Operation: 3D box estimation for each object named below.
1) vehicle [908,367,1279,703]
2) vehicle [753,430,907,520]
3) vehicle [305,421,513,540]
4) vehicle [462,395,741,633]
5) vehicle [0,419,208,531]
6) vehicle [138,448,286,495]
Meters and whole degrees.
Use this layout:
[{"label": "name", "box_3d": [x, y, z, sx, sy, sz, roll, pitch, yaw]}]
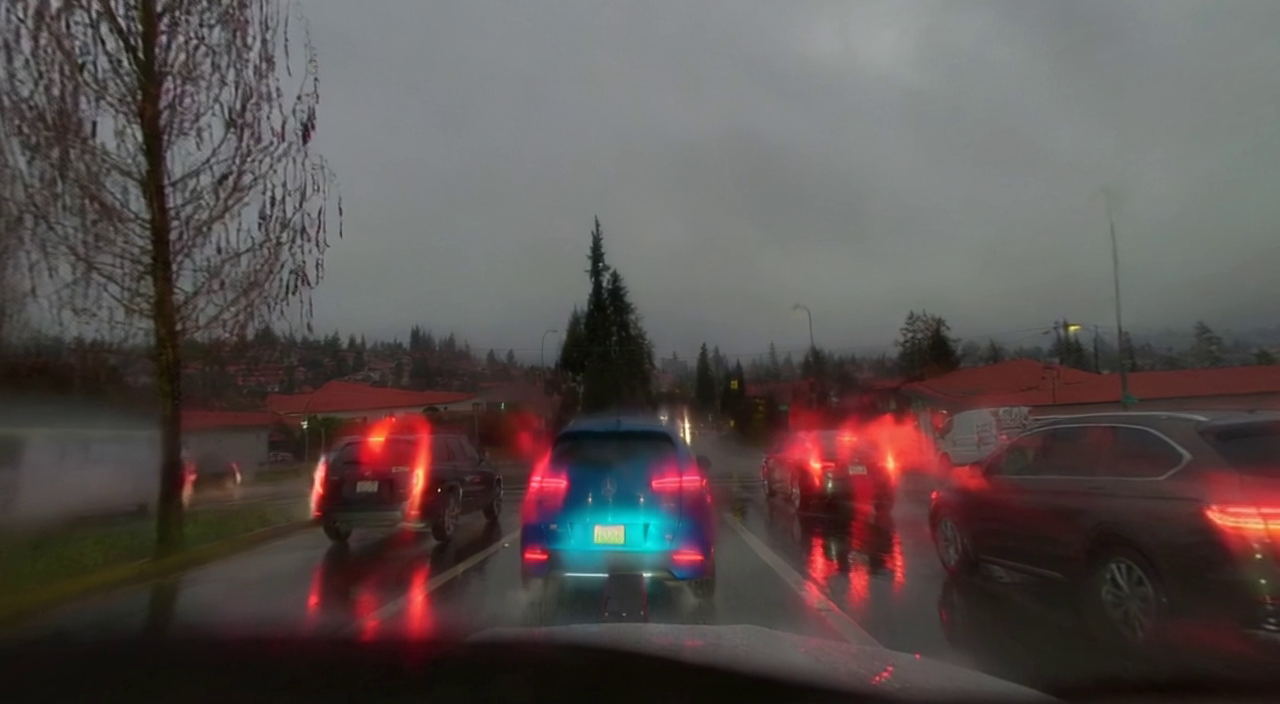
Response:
[{"label": "vehicle", "box_3d": [4.153, 1.264, 5.339, 2.014, 1.740, 4.515, -1, -8, 4]}, {"label": "vehicle", "box_3d": [3.663, 2.428, 12.951, 1.847, 1.554, 3.885, 0, -8, -1]}, {"label": "vehicle", "box_3d": [-3.767, 2.169, 11.279, 2.012, 1.701, 4.316, 0, -8, 1]}, {"label": "vehicle", "box_3d": [-0.160, 1.471, 6.691, 2.022, 1.700, 4.084, 0, -8, 4]}, {"label": "vehicle", "box_3d": [-12.223, 2.394, 12.663, 2.276, 1.926, 6.686, 0, -8, 1]}, {"label": "vehicle", "box_3d": [-15.743, 4.386, 23.642, 2.057, 1.540, 4.884, 0, -8, 1]}]
